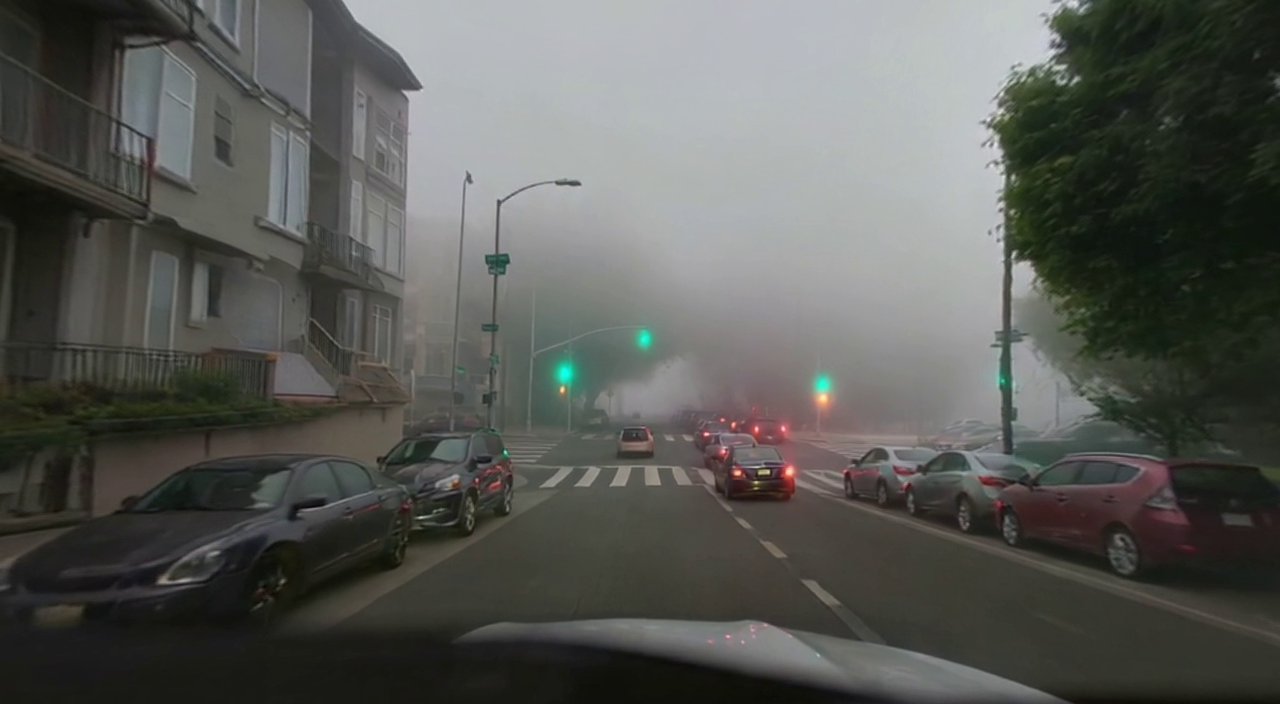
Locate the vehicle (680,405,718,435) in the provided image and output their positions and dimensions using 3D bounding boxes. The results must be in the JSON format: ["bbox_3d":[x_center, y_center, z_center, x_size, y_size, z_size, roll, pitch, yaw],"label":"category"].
[{"bbox_3d":[3.729,4.414,40.454,2.093,1.655,4.327,0,-9,1],"label":"vehicle"}]

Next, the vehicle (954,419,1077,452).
[{"bbox_3d":[18.418,4.151,31.117,4.738,1.537,1.960,-1,-9,2],"label":"vehicle"}]

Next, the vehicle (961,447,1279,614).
[{"bbox_3d":[6.127,1.912,7.806,1.962,1.438,4.440,0,-9,0],"label":"vehicle"}]

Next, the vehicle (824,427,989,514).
[{"bbox_3d":[6.106,2.769,15.153,1.999,1.752,4.502,0,-9,1],"label":"vehicle"}]

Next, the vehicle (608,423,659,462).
[{"bbox_3d":[-0.218,3.651,25.770,1.923,1.460,3.923,0,-7,1],"label":"vehicle"}]

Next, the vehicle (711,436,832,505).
[{"bbox_3d":[3.112,2.920,15.987,2.055,1.450,4.676,0,-9,0],"label":"vehicle"}]

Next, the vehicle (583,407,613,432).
[{"bbox_3d":[-2.859,4.697,43.578,1.878,1.521,3.697,0,-9,-1],"label":"vehicle"}]

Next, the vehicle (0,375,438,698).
[{"bbox_3d":[-3.482,1.312,5.616,1.922,1.704,4.398,0,-9,0],"label":"vehicle"}]
